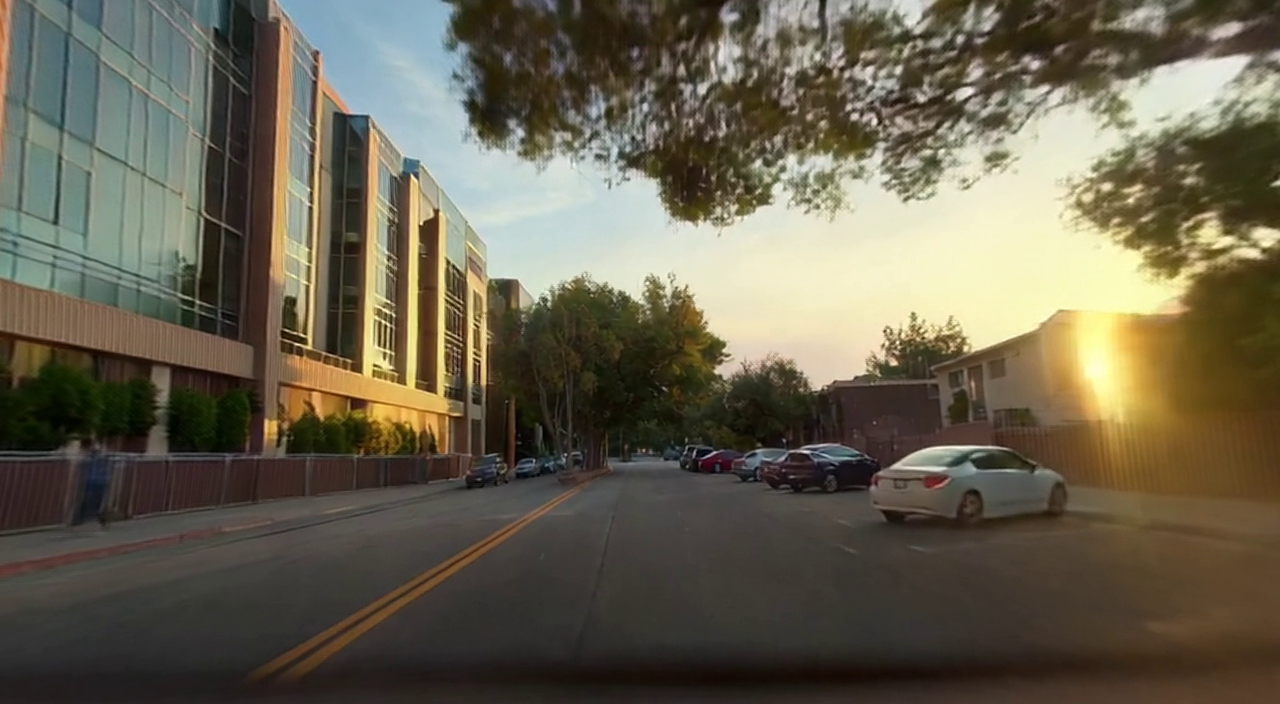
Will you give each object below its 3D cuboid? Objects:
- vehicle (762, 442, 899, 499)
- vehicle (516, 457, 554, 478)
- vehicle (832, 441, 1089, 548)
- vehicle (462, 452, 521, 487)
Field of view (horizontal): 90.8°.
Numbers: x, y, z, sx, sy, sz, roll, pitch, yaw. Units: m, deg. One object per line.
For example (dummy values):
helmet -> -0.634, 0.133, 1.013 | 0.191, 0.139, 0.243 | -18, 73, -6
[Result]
vehicle -> 6.258, 3.796, 20.716 | 3.954, 1.666, 2.213 | 6, -10, -34
vehicle -> -8.095, 8.935, 49.157 | 1.911, 1.497, 4.738 | 0, -8, 2
vehicle -> 5.464, 2.301, 10.826 | 3.752, 1.494, 2.083 | 5, -10, -29
vehicle -> -8.050, 6.400, 34.685 | 2.172, 1.707, 4.273 | 0, -8, 0
